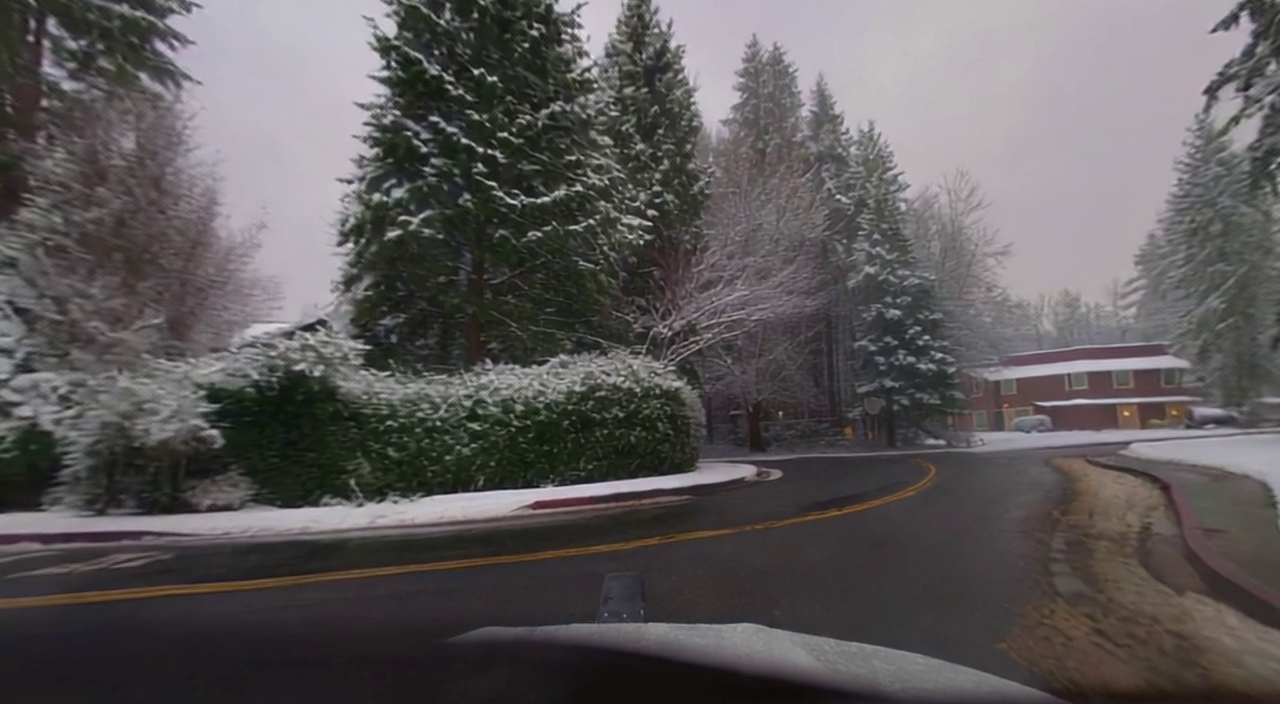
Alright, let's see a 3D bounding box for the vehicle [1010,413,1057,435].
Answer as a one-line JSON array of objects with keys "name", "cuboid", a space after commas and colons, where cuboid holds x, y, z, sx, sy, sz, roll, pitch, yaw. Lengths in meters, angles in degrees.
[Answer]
[{"name": "vehicle", "cuboid": [28.102, 5.159, 45.127, 1.802, 1.548, 3.501, -2, -7, 15]}]
